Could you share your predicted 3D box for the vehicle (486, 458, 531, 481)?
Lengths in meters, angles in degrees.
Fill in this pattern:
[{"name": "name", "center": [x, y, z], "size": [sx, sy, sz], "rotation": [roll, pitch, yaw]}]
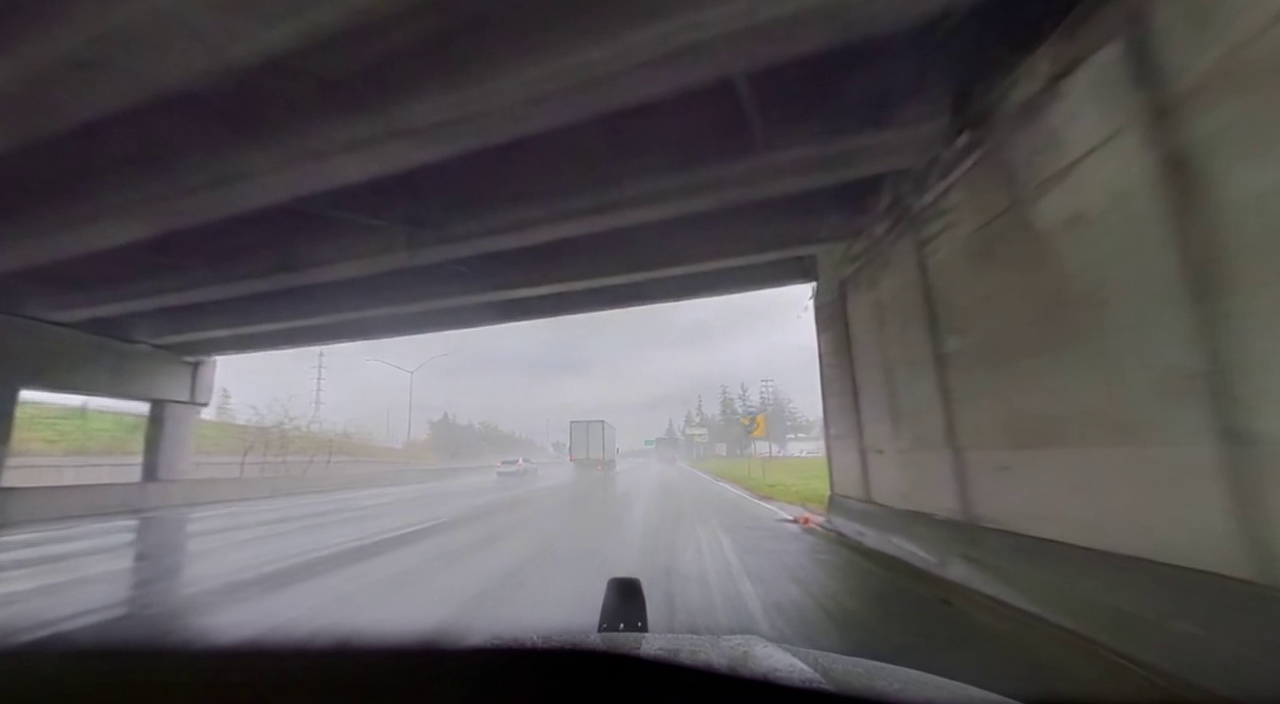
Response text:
[{"name": "vehicle", "center": [-8.884, 7.985, 43.036], "size": [1.940, 1.381, 4.348], "rotation": [-1, -9, 3]}]
